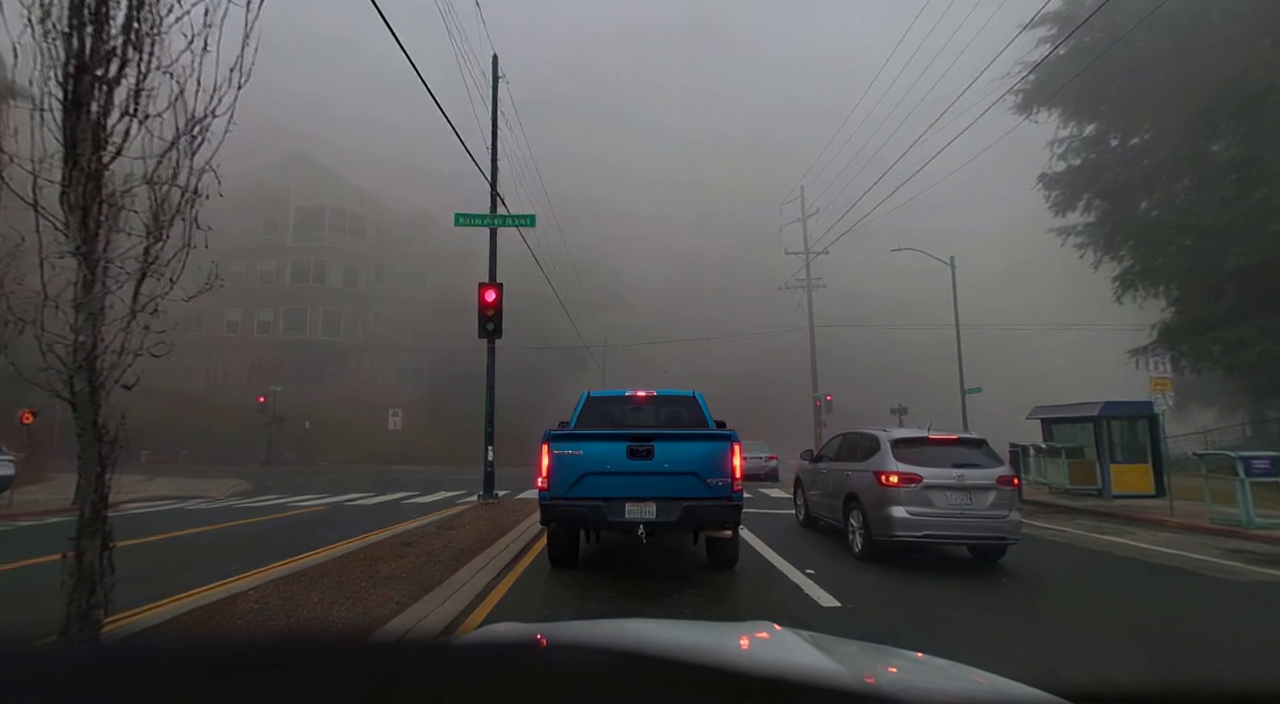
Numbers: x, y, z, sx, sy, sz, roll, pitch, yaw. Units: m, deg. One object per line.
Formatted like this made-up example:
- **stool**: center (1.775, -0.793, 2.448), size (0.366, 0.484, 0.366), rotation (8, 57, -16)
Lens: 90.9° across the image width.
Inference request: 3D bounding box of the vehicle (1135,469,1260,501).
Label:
- **vehicle**: center (26.412, 6.294, 29.966), size (4.071, 1.388, 1.884), rotation (0, -8, 1)

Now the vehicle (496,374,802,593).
- **vehicle**: center (0.113, 1.556, 8.283), size (2.738, 1.959, 5.070), rotation (0, -8, 1)

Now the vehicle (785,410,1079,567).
- **vehicle**: center (3.847, 1.892, 9.554), size (2.131, 1.759, 4.762), rotation (0, -8, 0)

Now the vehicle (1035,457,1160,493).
- **vehicle**: center (21.810, 5.863, 30.163), size (4.498, 1.618, 1.843), rotation (0, -9, 0)

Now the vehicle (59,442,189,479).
- **vehicle**: center (-24.829, 5.212, 30.432), size (4.563, 1.692, 1.778), rotation (0, -9, -2)
